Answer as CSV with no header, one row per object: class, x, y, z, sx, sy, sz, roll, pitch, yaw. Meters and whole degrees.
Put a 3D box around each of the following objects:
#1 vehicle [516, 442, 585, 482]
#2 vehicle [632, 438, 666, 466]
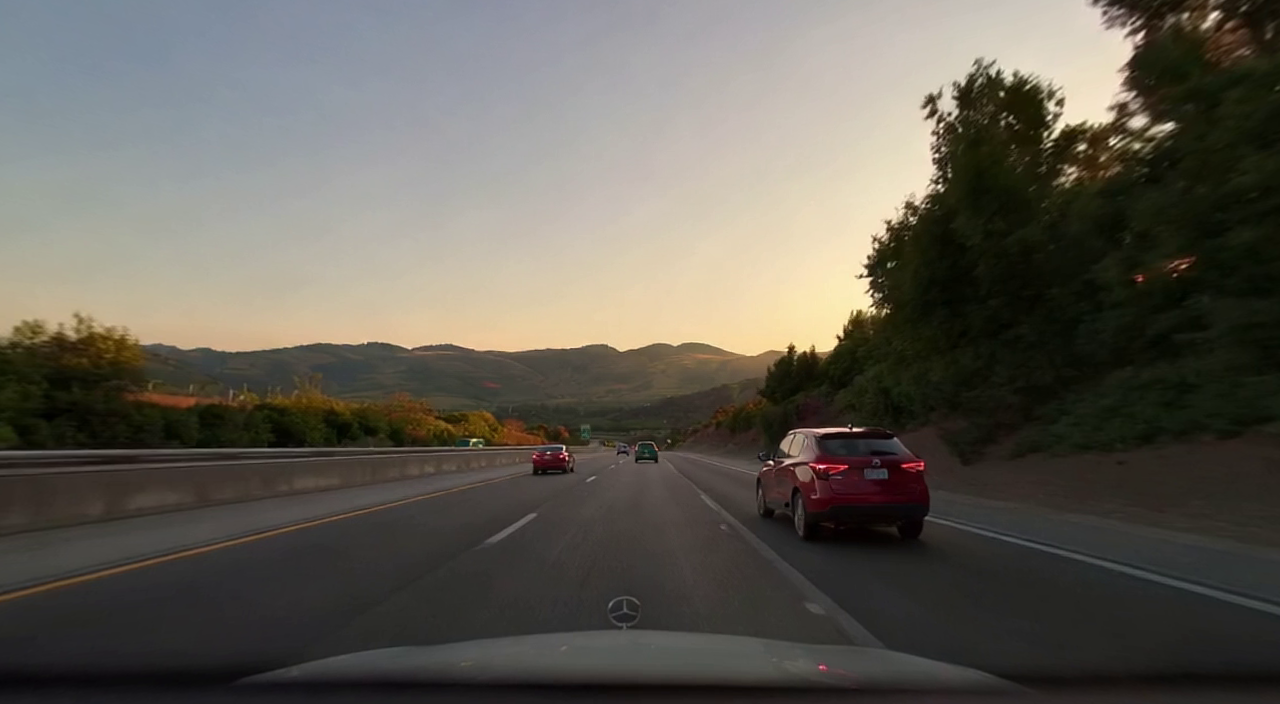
vehicle,-3.532,4.435,25.676,2.082,1.485,4.237,0,-8,2
vehicle,0.576,6.973,43.892,2.272,1.836,4.866,0,-8,-1
